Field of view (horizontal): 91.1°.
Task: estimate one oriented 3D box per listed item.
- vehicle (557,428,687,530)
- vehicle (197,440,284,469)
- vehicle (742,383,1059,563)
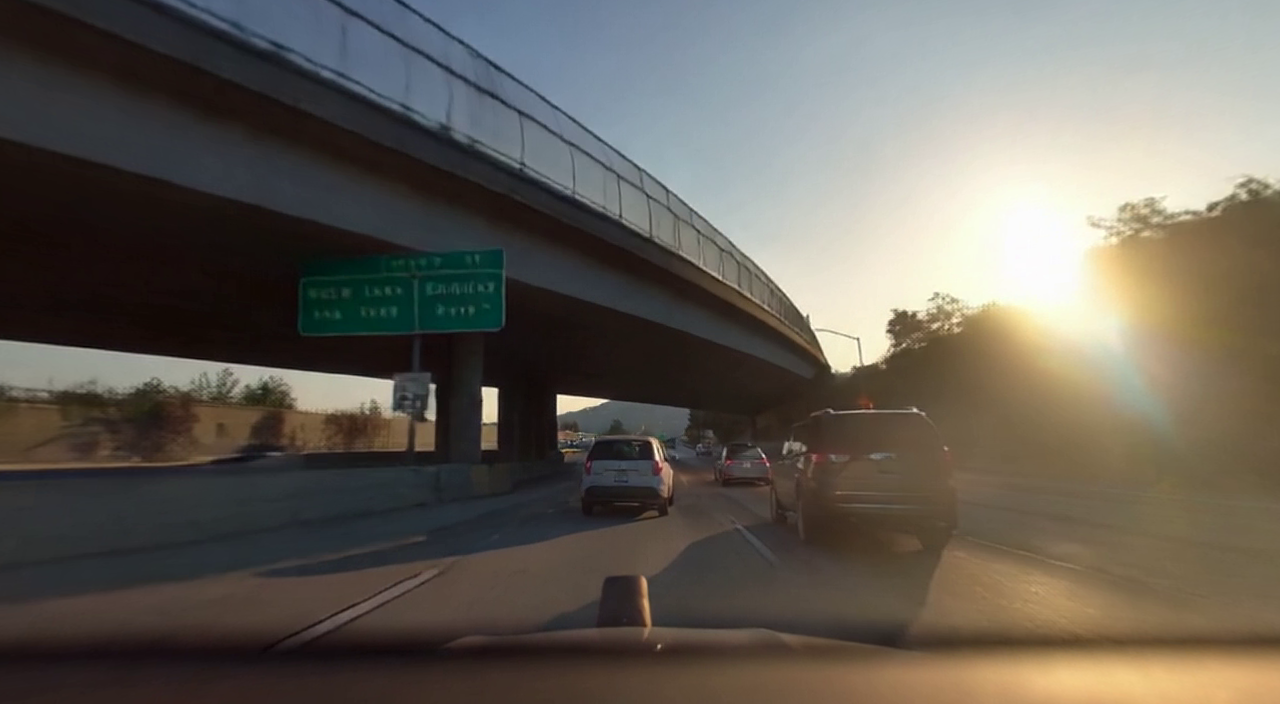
[{"bbox_3d":[-0.240,2.369,12.304,2.099,1.640,4.134,0,-9,2],"label":"vehicle"},{"bbox_3d":[-22.822,5.846,36.074,1.940,1.537,4.508,0,-9,2],"label":"vehicle"},{"bbox_3d":[3.475,1.827,10.222,2.732,2.065,5.826,0,-9,1],"label":"vehicle"}]
